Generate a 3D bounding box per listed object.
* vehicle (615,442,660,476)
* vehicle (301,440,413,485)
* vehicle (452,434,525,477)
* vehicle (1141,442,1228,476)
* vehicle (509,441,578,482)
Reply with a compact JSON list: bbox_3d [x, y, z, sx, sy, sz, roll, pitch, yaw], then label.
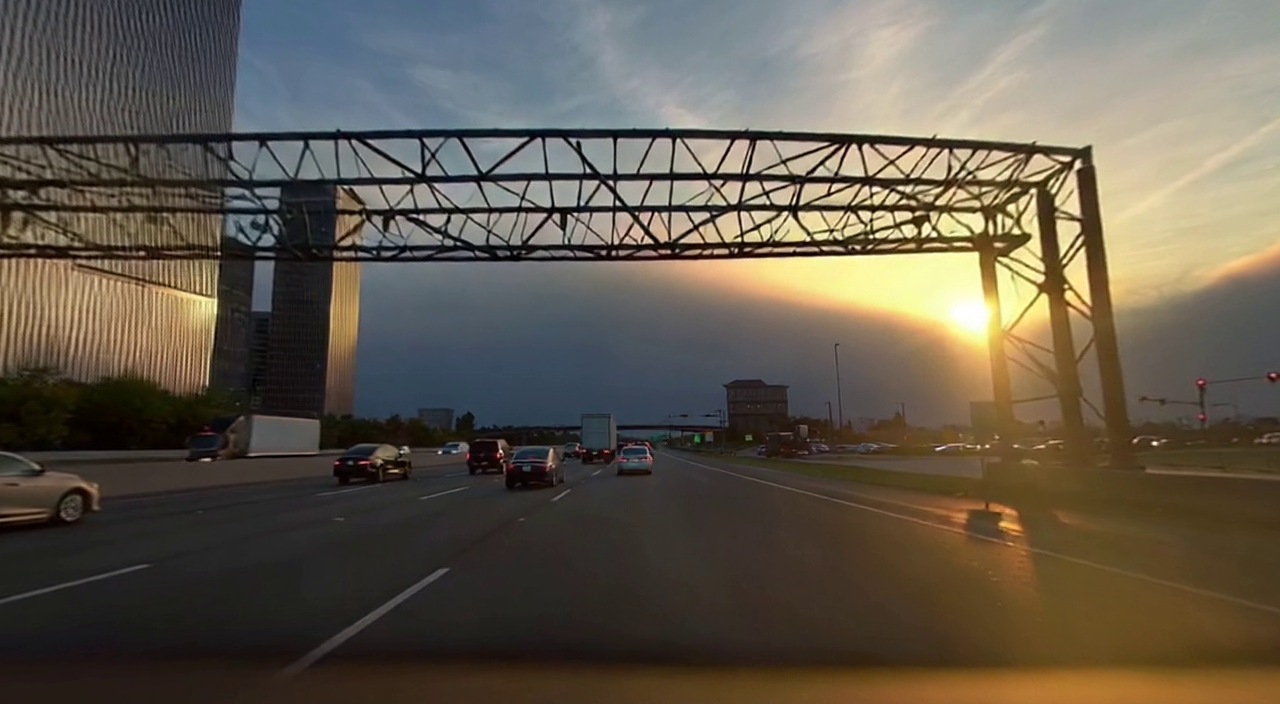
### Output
[{"bbox_3d":[-0.120,5.067,29.960,1.991,1.488,3.922,0,-8,0],"label":"vehicle"},{"bbox_3d":[-10.517,4.119,23.849,1.987,1.495,4.710,0,-8,1],"label":"vehicle"},{"bbox_3d":[-6.980,4.828,29.622,2.190,1.821,4.800,0,-8,1],"label":"vehicle"},{"bbox_3d":[26.718,5.224,31.073,2.059,1.507,4.352,-4,-9,25],"label":"vehicle"},{"bbox_3d":[-3.762,4.361,25.363,2.016,1.497,4.235,0,-8,1],"label":"vehicle"}]
